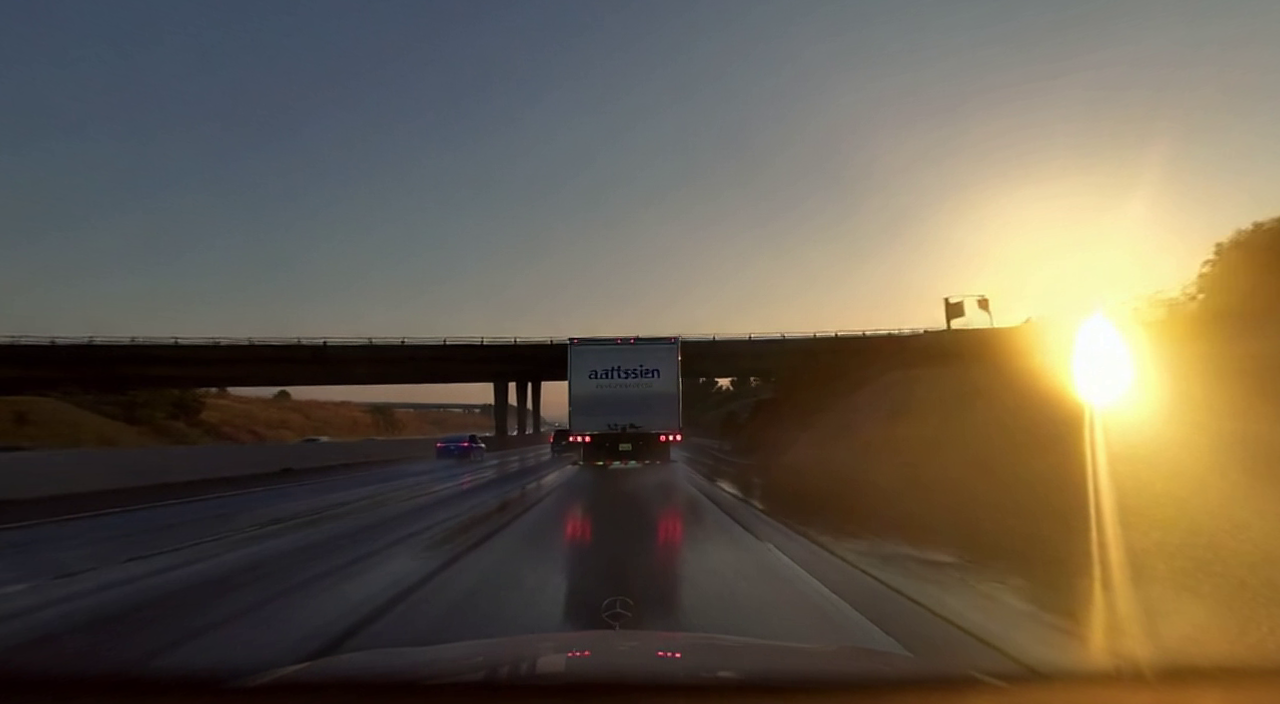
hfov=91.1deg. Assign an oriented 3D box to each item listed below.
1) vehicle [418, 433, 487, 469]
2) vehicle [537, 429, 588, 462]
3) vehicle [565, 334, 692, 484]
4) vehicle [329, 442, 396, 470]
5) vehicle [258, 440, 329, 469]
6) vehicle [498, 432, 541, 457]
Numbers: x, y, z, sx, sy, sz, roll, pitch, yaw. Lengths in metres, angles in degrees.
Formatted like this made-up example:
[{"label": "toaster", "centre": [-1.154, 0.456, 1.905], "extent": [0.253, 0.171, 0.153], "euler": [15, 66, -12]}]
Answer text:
[{"label": "vehicle", "centre": [-8.444, 4.469, 28.673], "extent": [1.940, 1.488, 3.976], "euler": [0, -8, 0]}, {"label": "vehicle", "centre": [-4.234, 5.206, 35.215], "extent": [2.168, 1.671, 4.888], "euler": [0, -8, 1]}, {"label": "vehicle", "centre": [-0.362, 2.258, 22.606], "extent": [3.442, 4.106, 10.719], "euler": [0, -8, -1]}, {"label": "vehicle", "centre": [-16.207, 6.054, 37.018], "extent": [1.880, 1.506, 4.531], "euler": [0, -8, 0]}, {"label": "vehicle", "centre": [-19.989, 5.908, 36.443], "extent": [1.829, 1.546, 4.004], "euler": [0, -8, 0]}, {"label": "vehicle", "centre": [-8.116, 6.256, 42.637], "extent": [1.981, 1.574, 4.561], "euler": [0, -8, 0]}]
